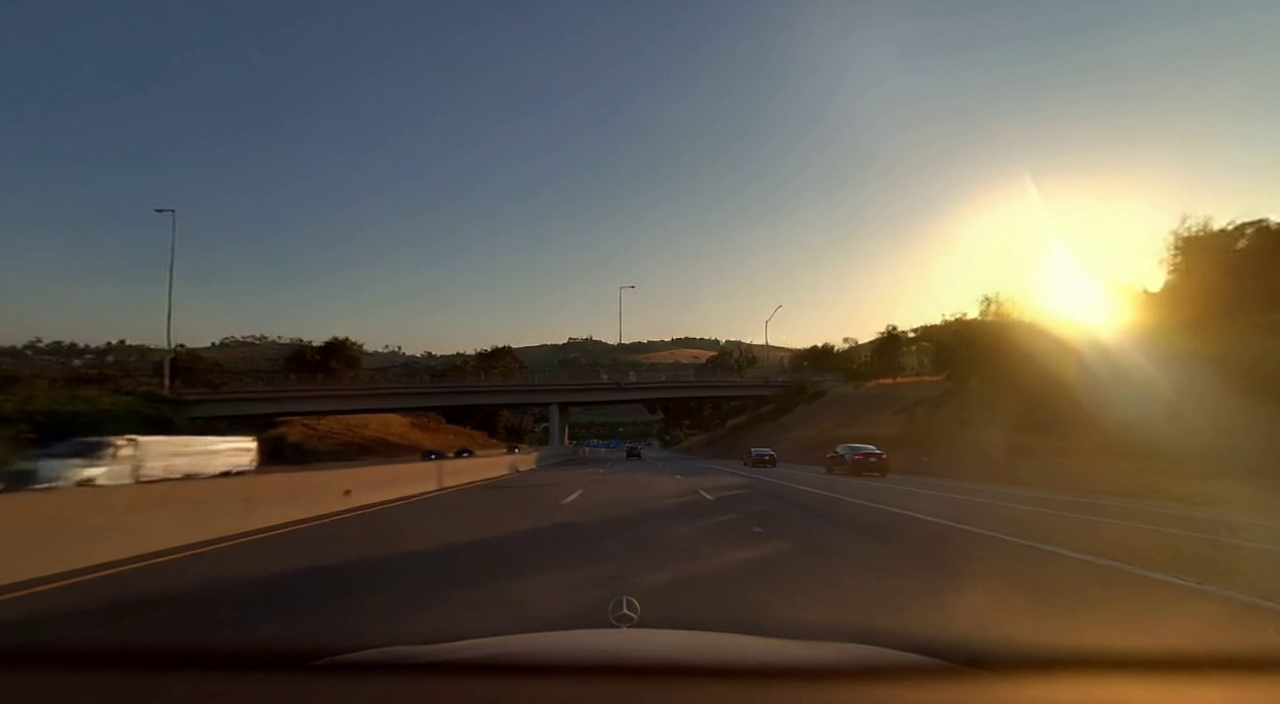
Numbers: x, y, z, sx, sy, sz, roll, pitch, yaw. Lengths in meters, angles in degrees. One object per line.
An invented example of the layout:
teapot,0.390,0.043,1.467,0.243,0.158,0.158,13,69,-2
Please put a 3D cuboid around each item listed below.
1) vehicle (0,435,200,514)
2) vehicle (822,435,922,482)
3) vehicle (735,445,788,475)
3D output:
vehicle,-17.162,3.601,19.176,2.851,1.978,6.334,0,-9,1
vehicle,10.503,4.886,29.081,2.387,1.936,5.646,0,-9,-1
vehicle,6.776,6.043,35.575,2.053,1.553,4.463,0,-9,-1
